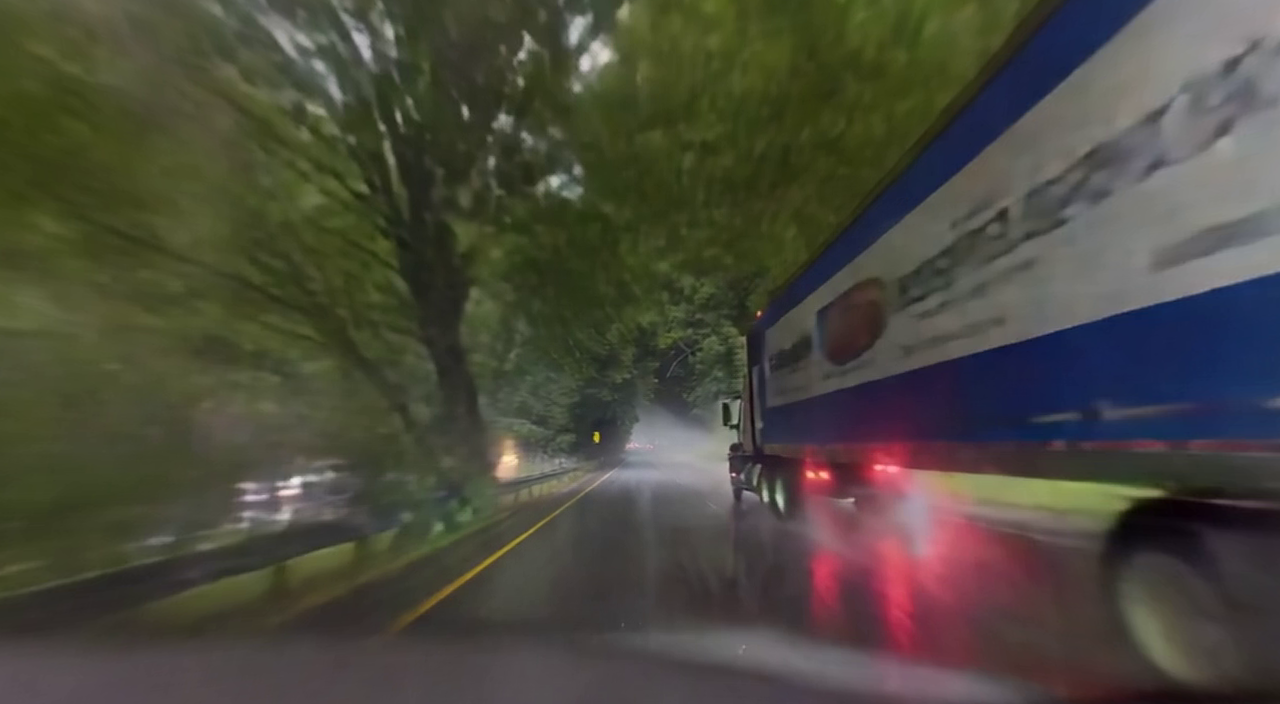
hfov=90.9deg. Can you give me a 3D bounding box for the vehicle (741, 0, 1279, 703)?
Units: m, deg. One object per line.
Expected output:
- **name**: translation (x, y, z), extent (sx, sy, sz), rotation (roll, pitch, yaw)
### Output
- **vehicle**: translation (4.220, 0.486, 8.320), extent (3.231, 4.102, 14.393), rotation (0, -9, -1)
